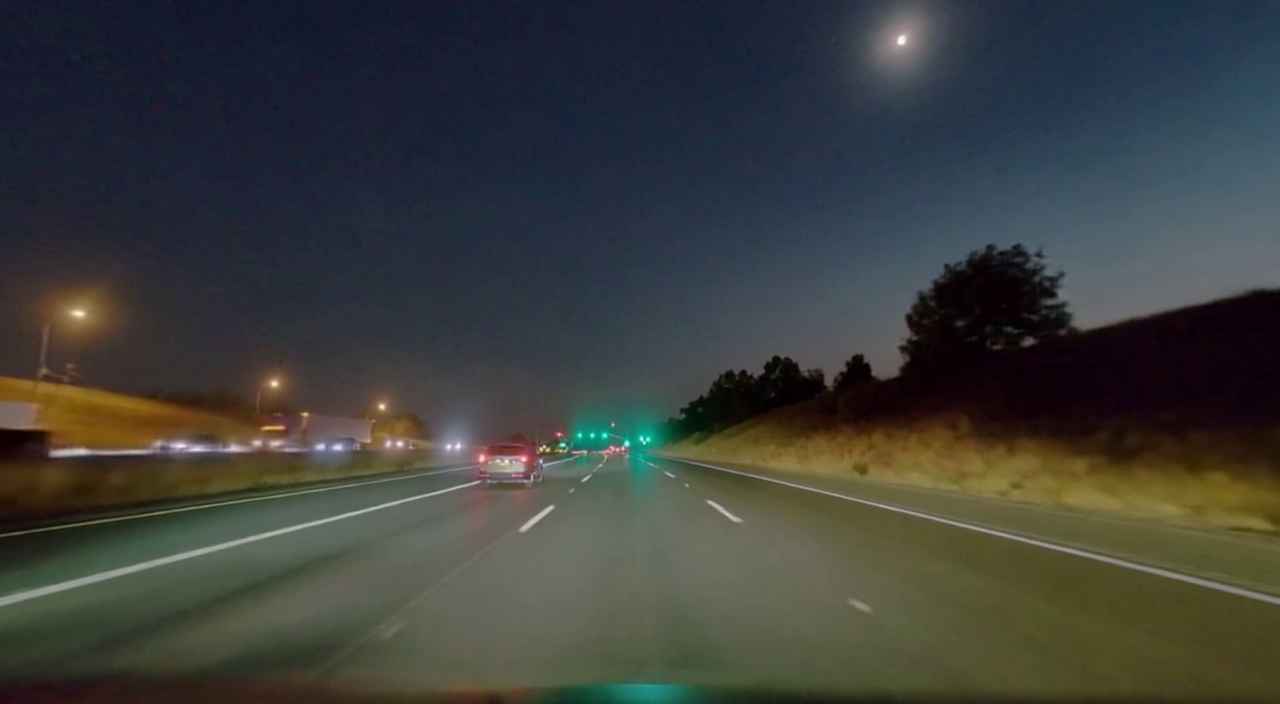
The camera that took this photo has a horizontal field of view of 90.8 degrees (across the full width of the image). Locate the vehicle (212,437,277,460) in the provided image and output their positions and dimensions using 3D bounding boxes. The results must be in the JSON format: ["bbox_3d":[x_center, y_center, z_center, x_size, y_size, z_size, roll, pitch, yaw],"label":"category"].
[{"bbox_3d":[-29.613,7.231,47.487,2.001,1.637,4.585,0,-9,-2],"label":"vehicle"}]

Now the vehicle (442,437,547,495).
[{"bbox_3d":[-4.204,3.362,19.067,2.073,1.516,4.478,0,-9,0],"label":"vehicle"}]
